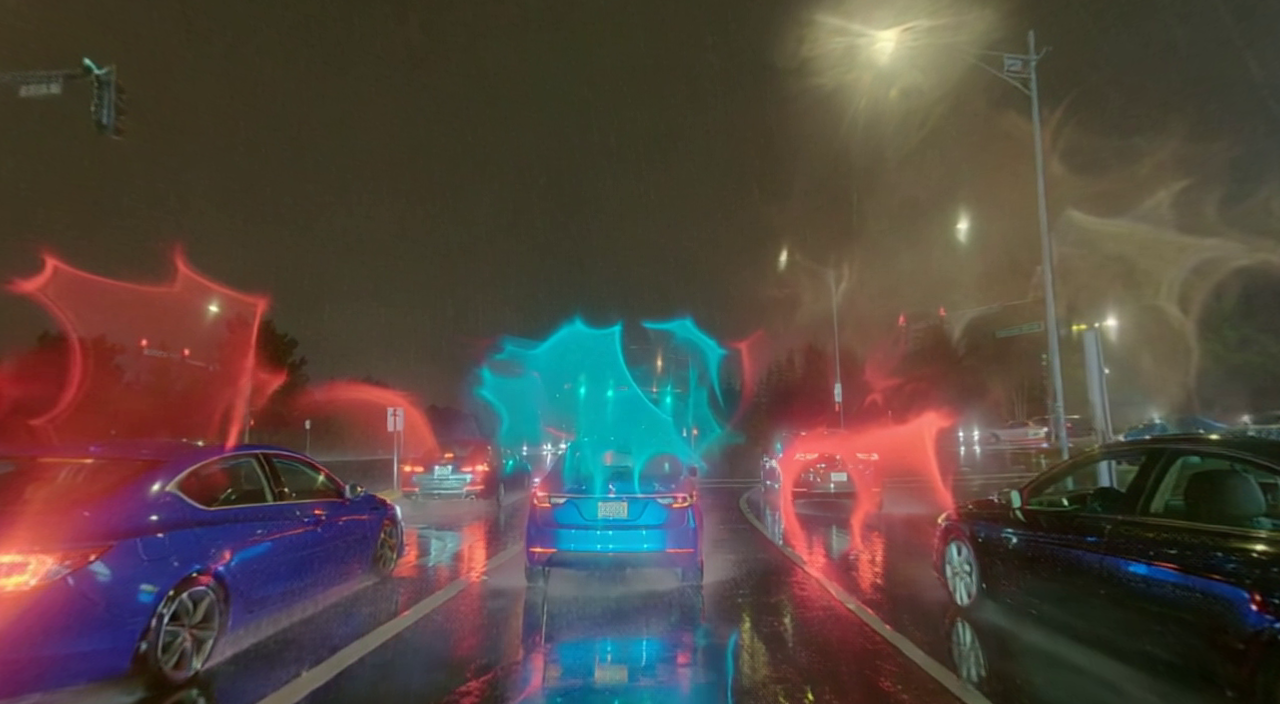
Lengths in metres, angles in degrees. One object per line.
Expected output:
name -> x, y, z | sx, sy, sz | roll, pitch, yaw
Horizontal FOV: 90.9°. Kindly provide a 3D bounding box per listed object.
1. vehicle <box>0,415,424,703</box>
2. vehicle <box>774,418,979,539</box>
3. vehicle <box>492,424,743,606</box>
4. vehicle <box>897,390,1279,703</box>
vehicle -> -3.403, 1.307, 4.749 | 1.980, 1.454, 4.226 | 0, -8, 1
vehicle -> 3.777, 2.091, 11.007 | 2.007, 1.683, 4.171 | 0, -8, 1
vehicle -> -0.170, 1.637, 7.234 | 2.059, 1.477, 3.988 | 0, -8, 0
vehicle -> 3.444, 1.107, 3.789 | 1.981, 1.499, 4.536 | -1, -8, 2
